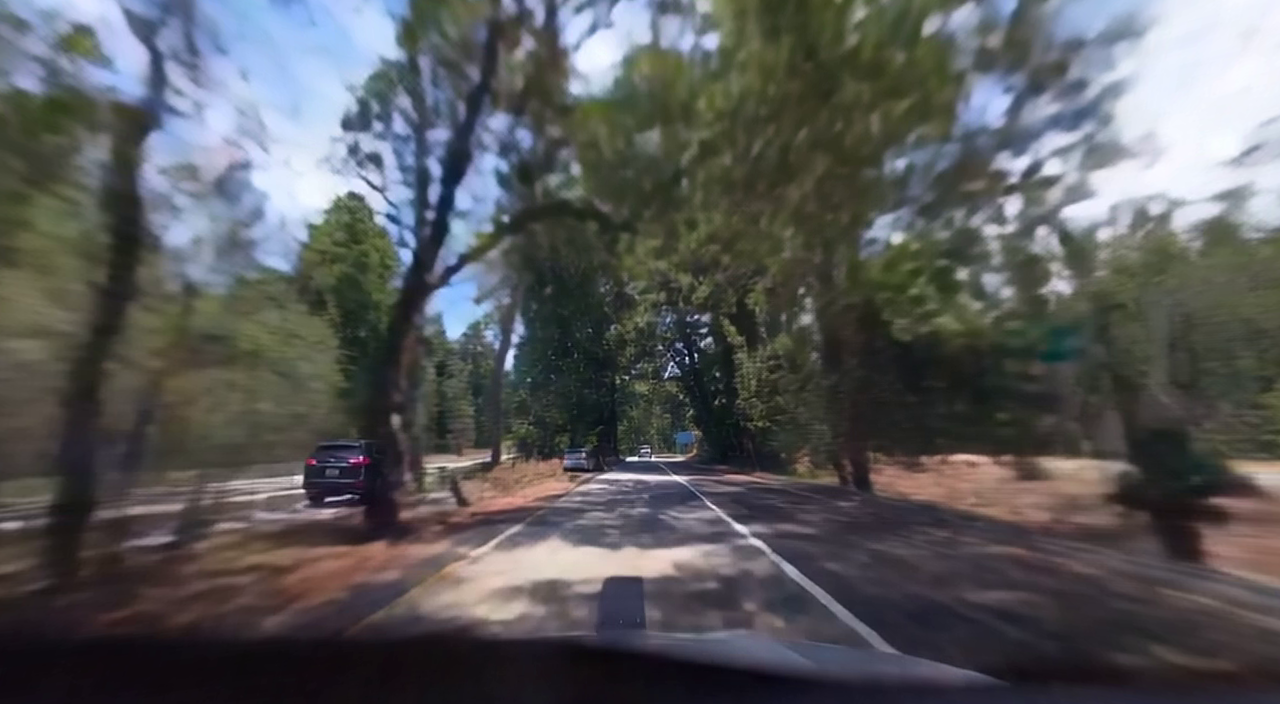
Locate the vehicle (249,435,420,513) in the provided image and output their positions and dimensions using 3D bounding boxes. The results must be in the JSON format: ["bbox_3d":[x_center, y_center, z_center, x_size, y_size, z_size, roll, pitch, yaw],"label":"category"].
[{"bbox_3d":[-7.179,2.893,15.375,2.007,1.616,4.141,0,-9,1],"label":"vehicle"}]

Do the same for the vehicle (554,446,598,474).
[{"bbox_3d":[-3.794,6.537,38.338,2.104,1.558,4.639,0,-9,1],"label":"vehicle"}]
